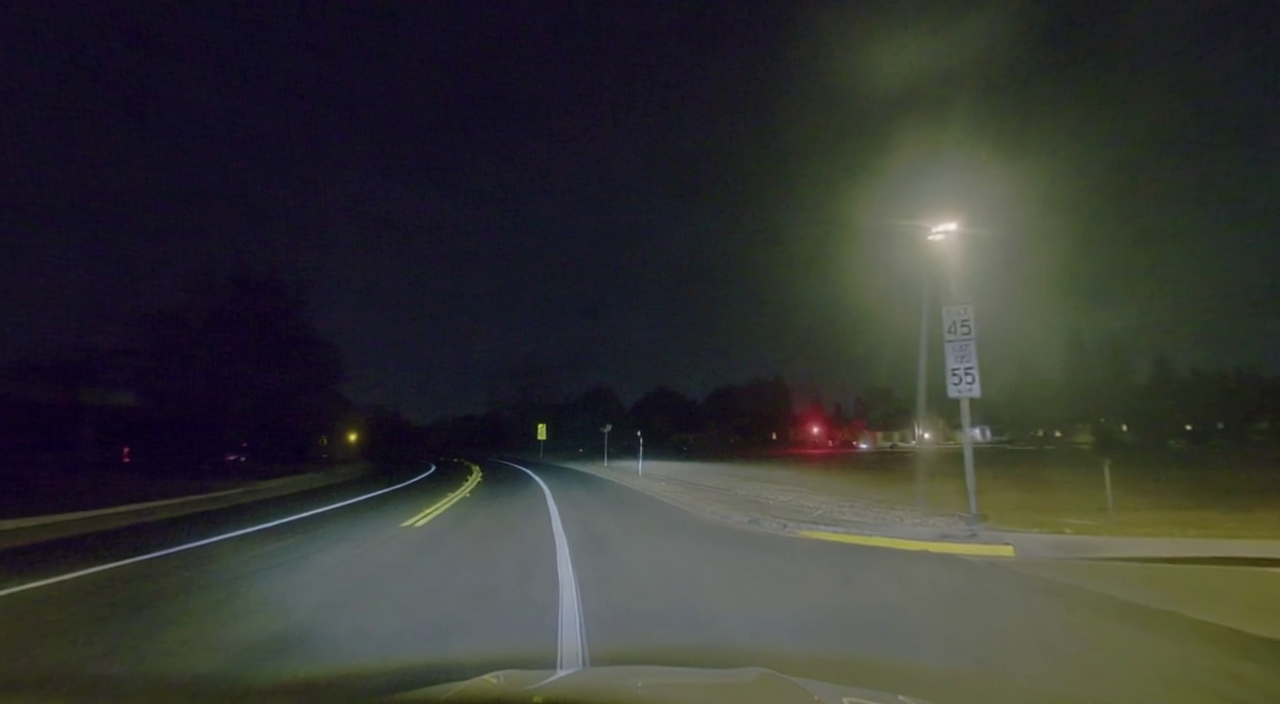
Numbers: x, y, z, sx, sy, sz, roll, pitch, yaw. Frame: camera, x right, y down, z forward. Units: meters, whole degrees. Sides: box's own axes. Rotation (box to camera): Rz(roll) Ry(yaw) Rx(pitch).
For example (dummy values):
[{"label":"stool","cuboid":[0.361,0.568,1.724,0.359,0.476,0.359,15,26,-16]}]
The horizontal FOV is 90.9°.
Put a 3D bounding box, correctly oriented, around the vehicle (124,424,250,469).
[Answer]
[{"label":"vehicle","cuboid":[-21.087,4.406,29.426,4.699,1.996,2.116,-2,-9,15]}]
